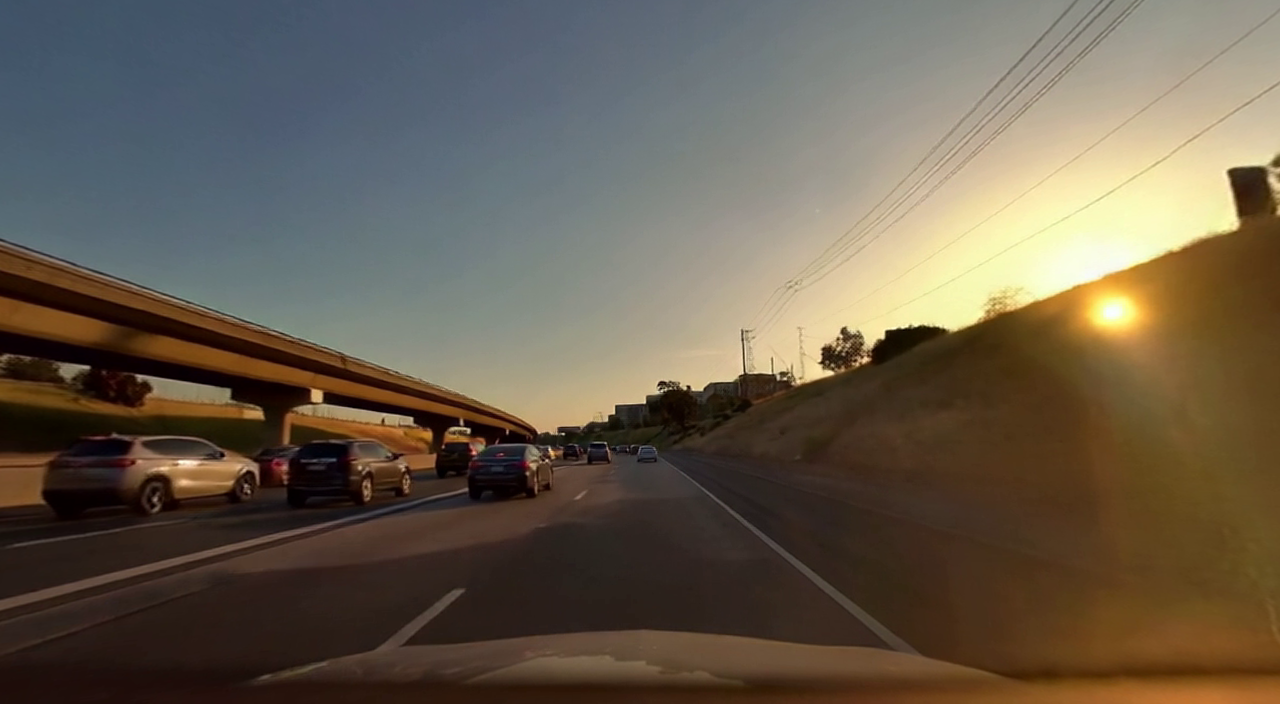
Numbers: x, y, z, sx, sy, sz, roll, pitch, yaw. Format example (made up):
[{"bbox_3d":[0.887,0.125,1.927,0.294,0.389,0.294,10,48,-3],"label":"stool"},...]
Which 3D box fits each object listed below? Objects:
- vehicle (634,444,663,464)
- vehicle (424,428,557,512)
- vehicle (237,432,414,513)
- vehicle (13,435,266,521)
[{"bbox_3d":[0.573,7.574,46.980,2.074,1.465,3.977,0,-8,-1],"label":"vehicle"},{"bbox_3d":[-3.428,2.787,15.436,2.052,1.731,4.372,0,-8,2],"label":"vehicle"},{"bbox_3d":[-7.233,2.784,15.100,1.959,1.652,4.170,0,-8,1],"label":"vehicle"},{"bbox_3d":[-11.055,2.780,14.525,1.951,1.628,4.617,0,-8,1],"label":"vehicle"}]
